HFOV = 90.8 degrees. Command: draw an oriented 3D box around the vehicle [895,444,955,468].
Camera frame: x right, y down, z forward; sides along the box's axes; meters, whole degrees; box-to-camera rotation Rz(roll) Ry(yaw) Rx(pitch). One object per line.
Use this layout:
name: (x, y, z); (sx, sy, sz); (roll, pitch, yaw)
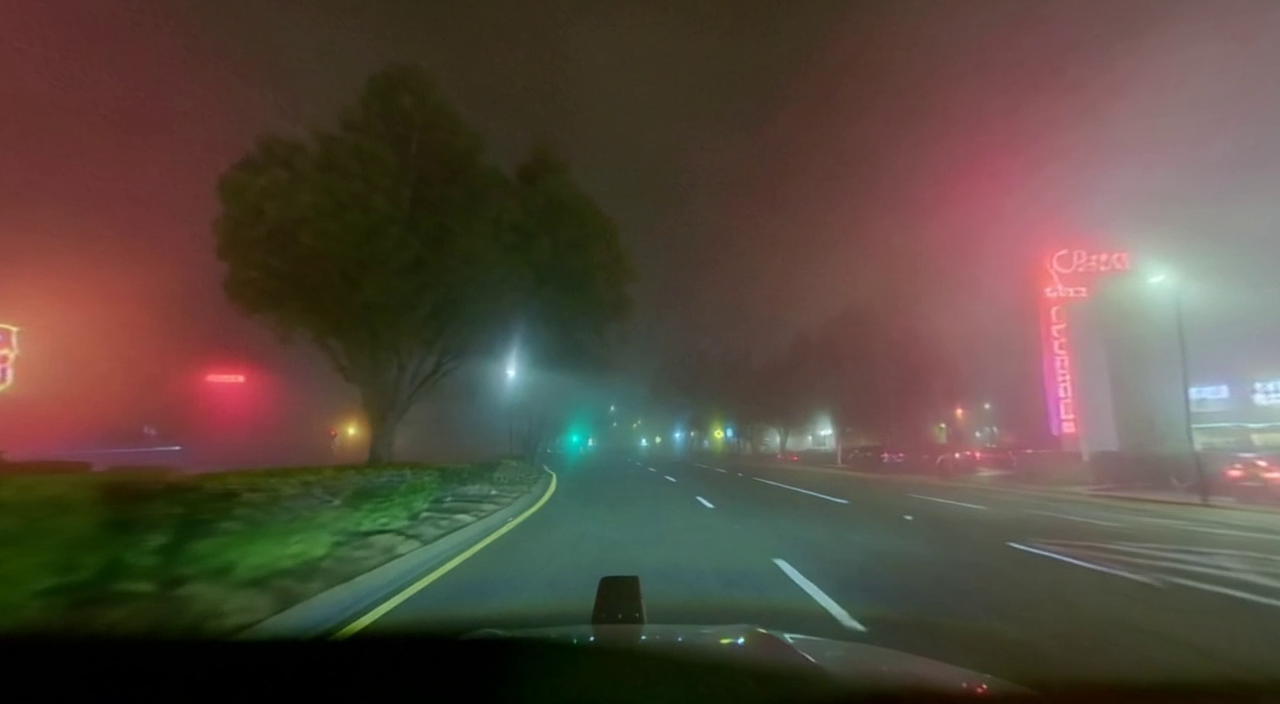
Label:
vehicle: (17.810, 6.512, 39.677); (1.873, 1.383, 3.754); (0, -9, -3)

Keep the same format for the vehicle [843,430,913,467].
vehicle: (14.823, 6.092, 39.748); (2.235, 2.016, 5.481); (-2, -9, 0)

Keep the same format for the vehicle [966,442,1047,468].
vehicle: (22.591, 6.379, 39.143); (1.791, 1.458, 4.316); (0, -9, -12)

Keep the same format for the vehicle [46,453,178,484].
vehicle: (-26.739, 5.885, 32.135); (4.777, 1.469, 1.937); (1, -9, -5)
